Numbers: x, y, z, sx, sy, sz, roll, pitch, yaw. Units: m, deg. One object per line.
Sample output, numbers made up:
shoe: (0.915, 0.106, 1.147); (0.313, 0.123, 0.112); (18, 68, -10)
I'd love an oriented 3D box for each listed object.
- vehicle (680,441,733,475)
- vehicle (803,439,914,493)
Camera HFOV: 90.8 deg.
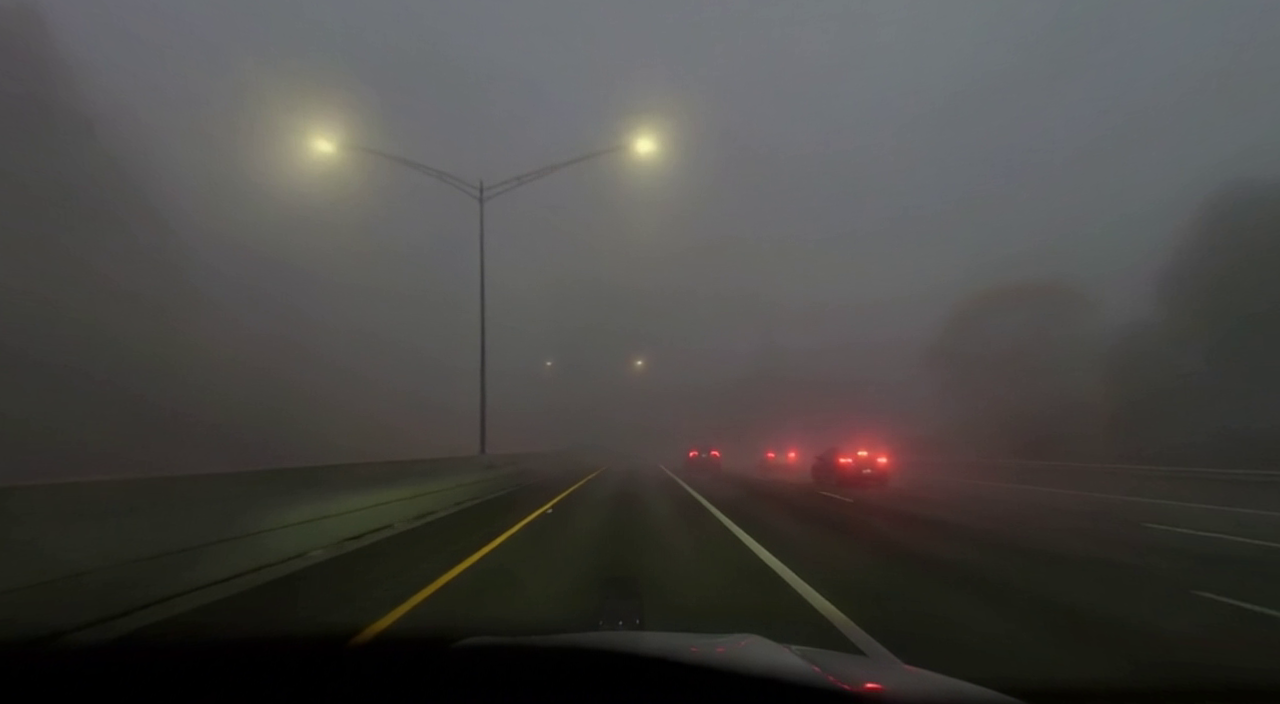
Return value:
vehicle: (3.229, 5.241, 31.454); (2.056, 1.553, 4.320); (0, -9, -2)
vehicle: (6.788, 3.562, 20.114); (2.038, 1.528, 3.910); (0, -9, -1)
